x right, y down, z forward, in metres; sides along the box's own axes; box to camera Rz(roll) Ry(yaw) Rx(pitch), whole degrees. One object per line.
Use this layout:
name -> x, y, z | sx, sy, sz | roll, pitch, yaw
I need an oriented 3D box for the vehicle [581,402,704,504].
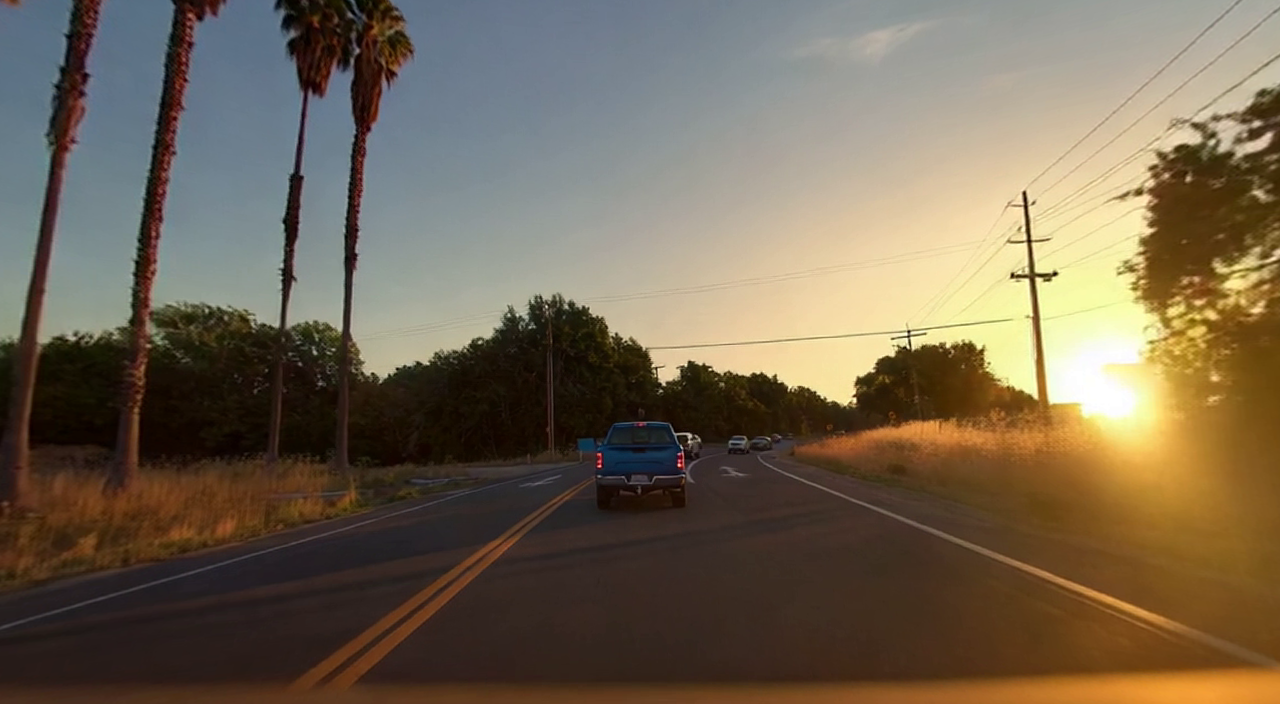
vehicle -> 0.097, 2.655, 16.891 | 2.693, 2.223, 5.885 | 0, -9, 1
